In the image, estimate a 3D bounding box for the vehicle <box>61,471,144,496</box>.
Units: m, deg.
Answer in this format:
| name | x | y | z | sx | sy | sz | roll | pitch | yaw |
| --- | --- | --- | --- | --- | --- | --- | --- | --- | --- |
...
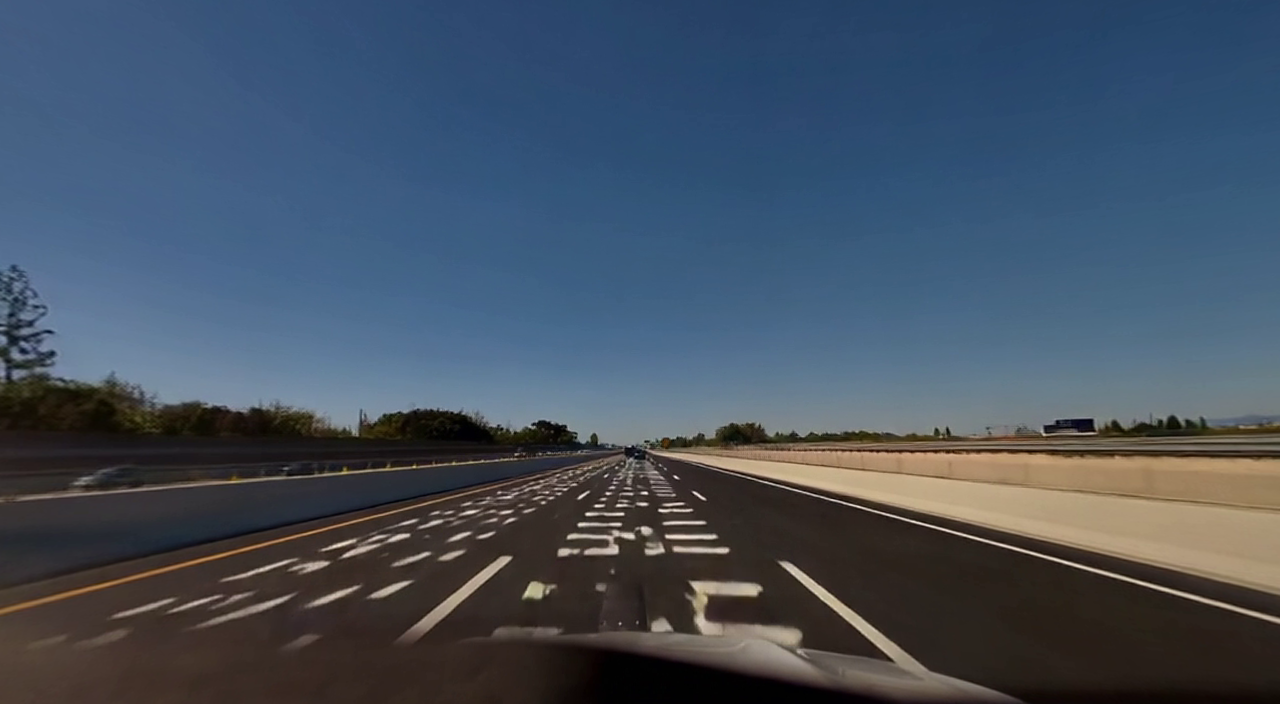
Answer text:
| name | x | y | z | sx | sy | sz | roll | pitch | yaw |
| --- | --- | --- | --- | --- | --- | --- | --- | --- | --- |
| vehicle | -38.901 | 9.505 | 45.864 | 1.790 | 1.478 | 4.720 | -1 | -9 | 2 |
